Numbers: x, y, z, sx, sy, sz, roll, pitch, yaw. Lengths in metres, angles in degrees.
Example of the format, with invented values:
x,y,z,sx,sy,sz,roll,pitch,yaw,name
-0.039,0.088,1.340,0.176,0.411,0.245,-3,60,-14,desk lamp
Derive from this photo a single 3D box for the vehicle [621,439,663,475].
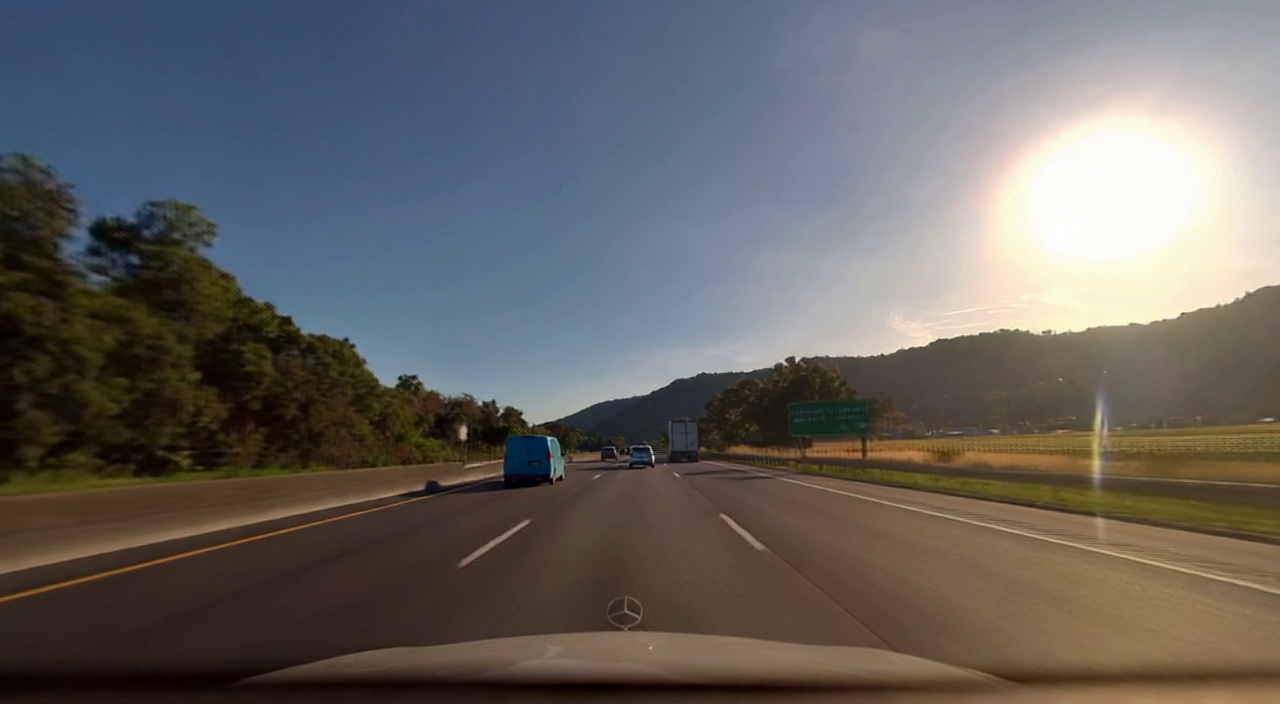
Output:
x,y,z,sx,sy,sz,roll,pitch,yaw,name
0.139,5.901,35.551,2.209,1.825,4.036,-1,-9,1,vehicle

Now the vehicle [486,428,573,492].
x,y,z,sx,sy,sz,roll,pitch,yaw,name
-3.803,3.841,22.647,2.167,1.991,5.062,0,-9,0,vehicle
